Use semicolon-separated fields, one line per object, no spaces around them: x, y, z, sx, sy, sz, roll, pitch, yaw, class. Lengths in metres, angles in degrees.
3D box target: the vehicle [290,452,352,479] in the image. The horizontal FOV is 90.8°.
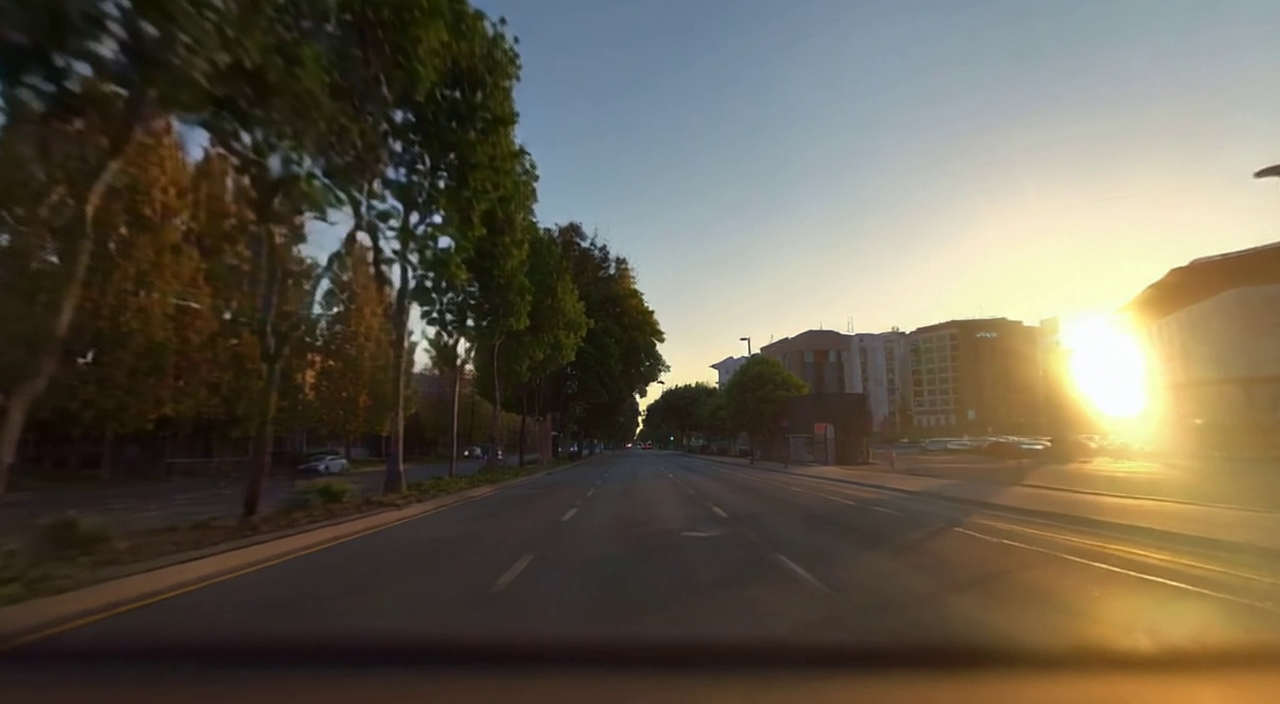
-22.165;7.874;44.122;1.990;1.650;4.617;0;-8;-1;vehicle
